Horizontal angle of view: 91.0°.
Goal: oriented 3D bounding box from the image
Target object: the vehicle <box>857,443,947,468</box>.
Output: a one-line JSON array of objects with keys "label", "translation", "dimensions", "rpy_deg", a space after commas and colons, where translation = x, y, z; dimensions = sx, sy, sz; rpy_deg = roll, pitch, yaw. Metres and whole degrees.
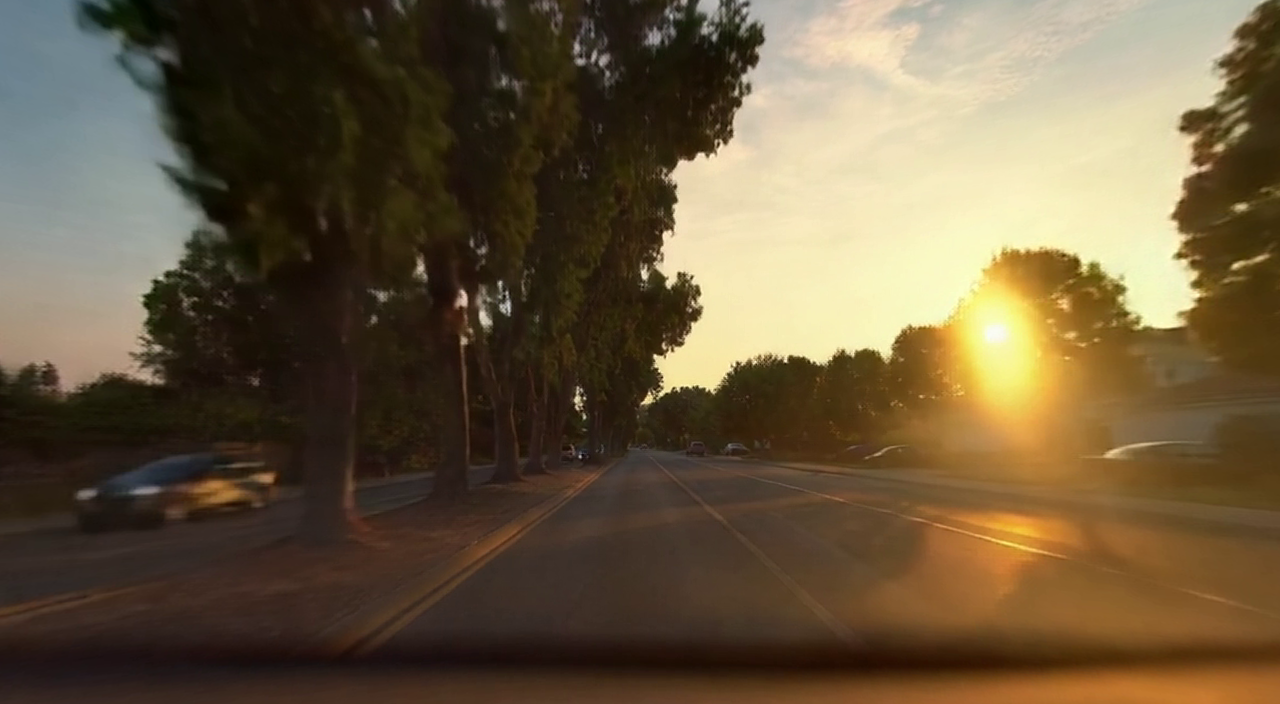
[{"label": "vehicle", "translation": [15.635, 6.191, 37.673], "dimensions": [4.500, 1.390, 1.864], "rpy_deg": [0, -8, -3]}]

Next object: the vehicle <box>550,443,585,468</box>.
[{"label": "vehicle", "translation": [-5.635, 8.067, 49.393], "dimensions": [2.071, 1.823, 4.799], "rpy_deg": [0, -9, 2]}]

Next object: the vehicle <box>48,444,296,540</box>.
[{"label": "vehicle", "translation": [-10.136, 2.999, 14.245], "dimensions": [2.000, 1.728, 4.587], "rpy_deg": [-2, -9, 1]}]

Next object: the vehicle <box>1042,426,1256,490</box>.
[{"label": "vehicle", "translation": [14.406, 3.008, 18.033], "dimensions": [4.386, 1.711, 1.929], "rpy_deg": [0, -9, 0]}]
